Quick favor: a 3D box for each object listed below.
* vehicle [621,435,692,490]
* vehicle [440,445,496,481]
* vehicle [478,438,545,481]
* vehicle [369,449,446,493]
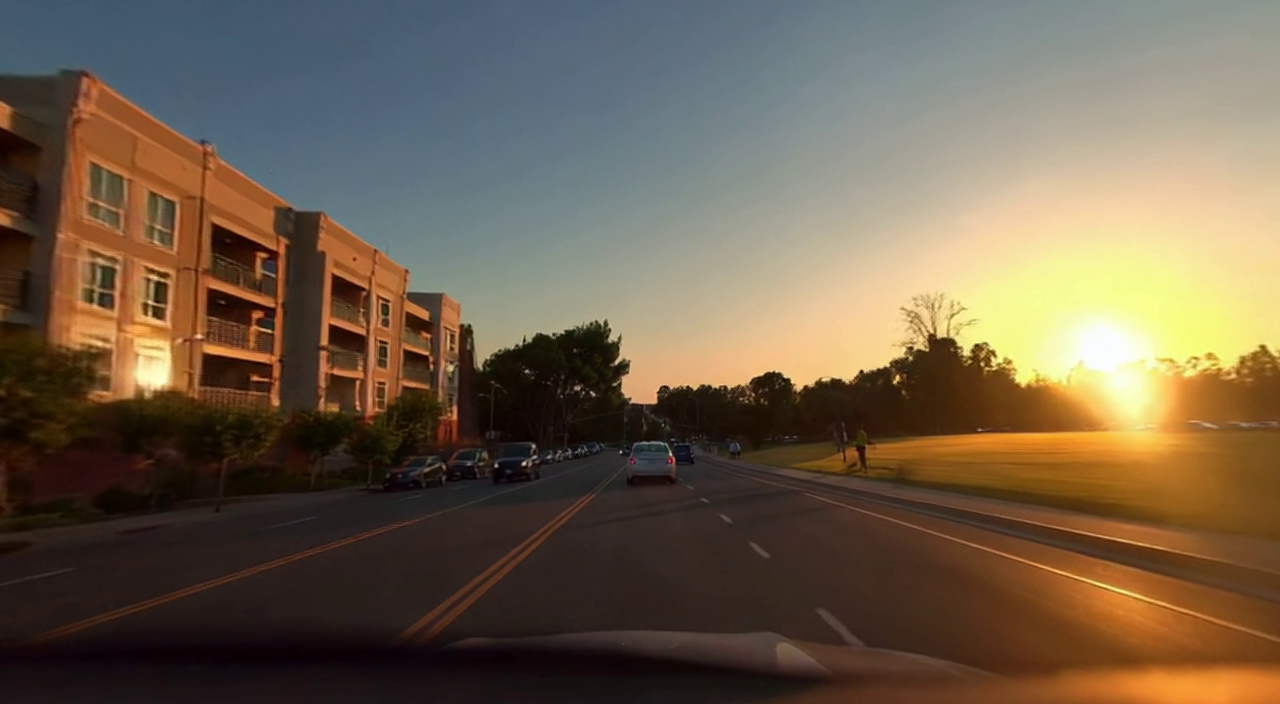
[{"bbox_3d":[0.491,3.623,20.959,2.132,1.632,3.838,0,-8,0],"label":"vehicle"},{"bbox_3d":[-10.051,6.484,37.138,2.032,1.833,4.465,-3,-8,0],"label":"vehicle"},{"bbox_3d":[-5.956,5.050,29.887,2.065,1.838,4.846,-1,-8,1],"label":"vehicle"},{"bbox_3d":[-10.190,5.202,27.931,1.932,1.607,4.191,-5,-8,-2],"label":"vehicle"}]
